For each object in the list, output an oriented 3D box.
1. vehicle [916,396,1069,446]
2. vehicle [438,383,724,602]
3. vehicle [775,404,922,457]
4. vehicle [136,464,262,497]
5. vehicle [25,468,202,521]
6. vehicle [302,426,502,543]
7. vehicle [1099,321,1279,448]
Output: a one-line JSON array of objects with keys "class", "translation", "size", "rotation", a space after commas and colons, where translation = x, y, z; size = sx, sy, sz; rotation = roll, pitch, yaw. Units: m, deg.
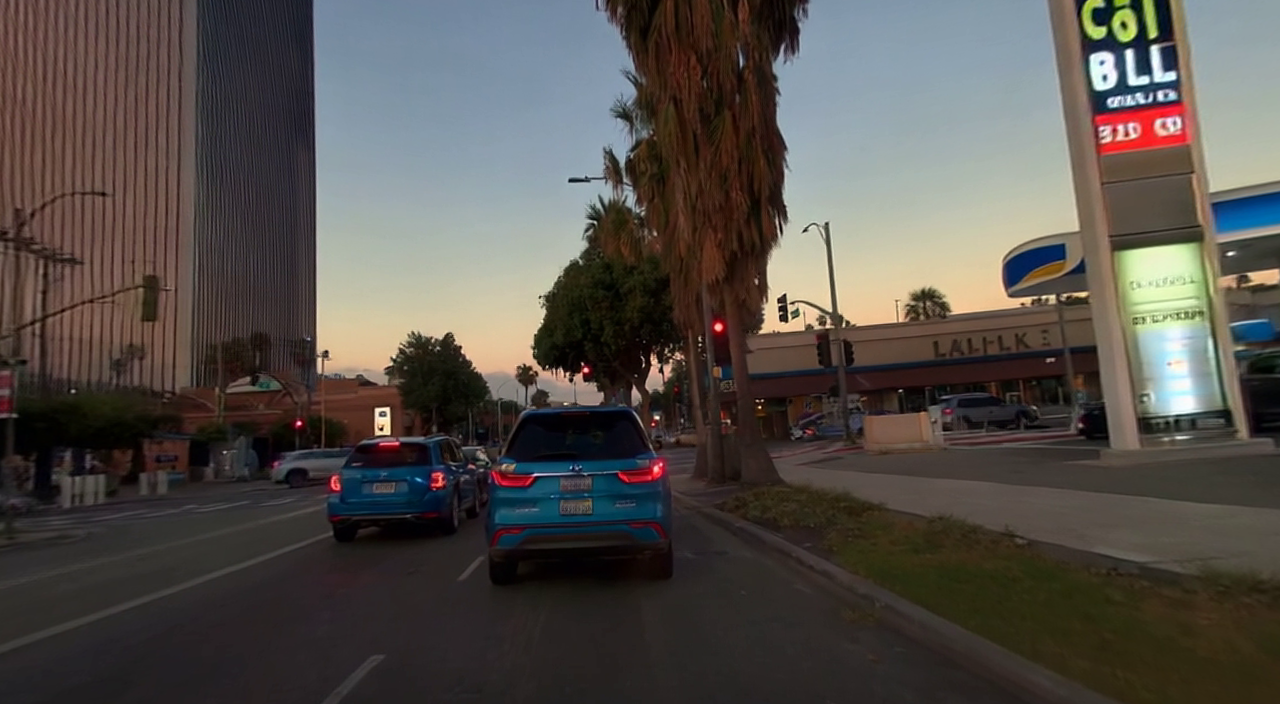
[{"class": "vehicle", "translation": [14.642, 2.917, 26.458], "size": [5.033, 1.999, 2.259], "rotation": [0, -8, -3]}, {"class": "vehicle", "translation": [-0.677, 1.588, 8.105], "size": [2.519, 1.913, 4.819], "rotation": [0, -8, -4]}, {"class": "vehicle", "translation": [8.531, 3.270, 26.158], "size": [5.307, 2.076, 2.122], "rotation": [1, -8, -6]}, {"class": "vehicle", "translation": [-24.532, 7.175, 35.354], "size": [5.241, 1.634, 2.284], "rotation": [1, -8, -7]}, {"class": "vehicle", "translation": [-19.101, 5.138, 23.066], "size": [4.660, 1.708, 2.331], "rotation": [-2, -8, 9]}, {"class": "vehicle", "translation": [-4.050, 2.313, 11.860], "size": [2.097, 1.692, 5.030], "rotation": [0, -8, -4]}, {"class": "vehicle", "translation": [10.281, 0.619, 10.013], "size": [4.420, 1.766, 2.104], "rotation": [1, -8, -6]}]
